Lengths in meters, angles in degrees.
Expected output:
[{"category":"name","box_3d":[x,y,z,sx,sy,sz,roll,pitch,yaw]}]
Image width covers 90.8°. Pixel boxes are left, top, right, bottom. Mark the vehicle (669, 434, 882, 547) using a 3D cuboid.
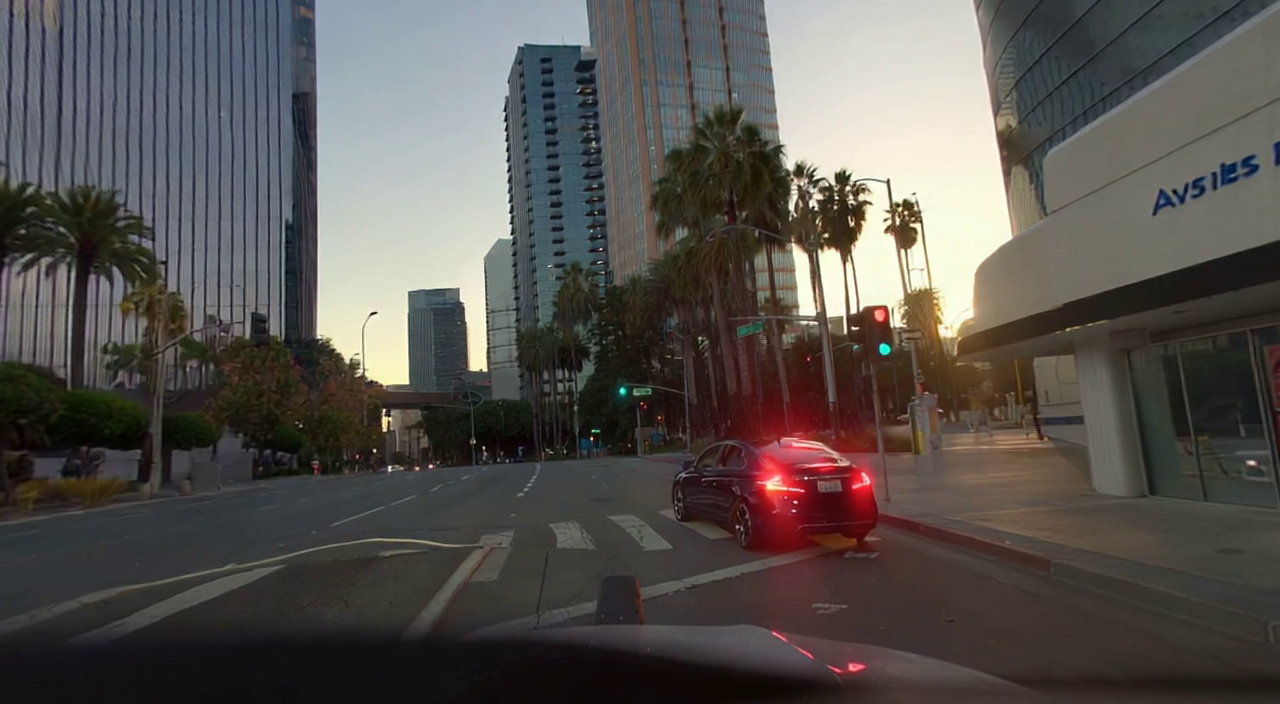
[{"category":"vehicle","box_3d":[1.944,2.183,10.820,2.090,1.466,4.676,1,-8,-7]}]
